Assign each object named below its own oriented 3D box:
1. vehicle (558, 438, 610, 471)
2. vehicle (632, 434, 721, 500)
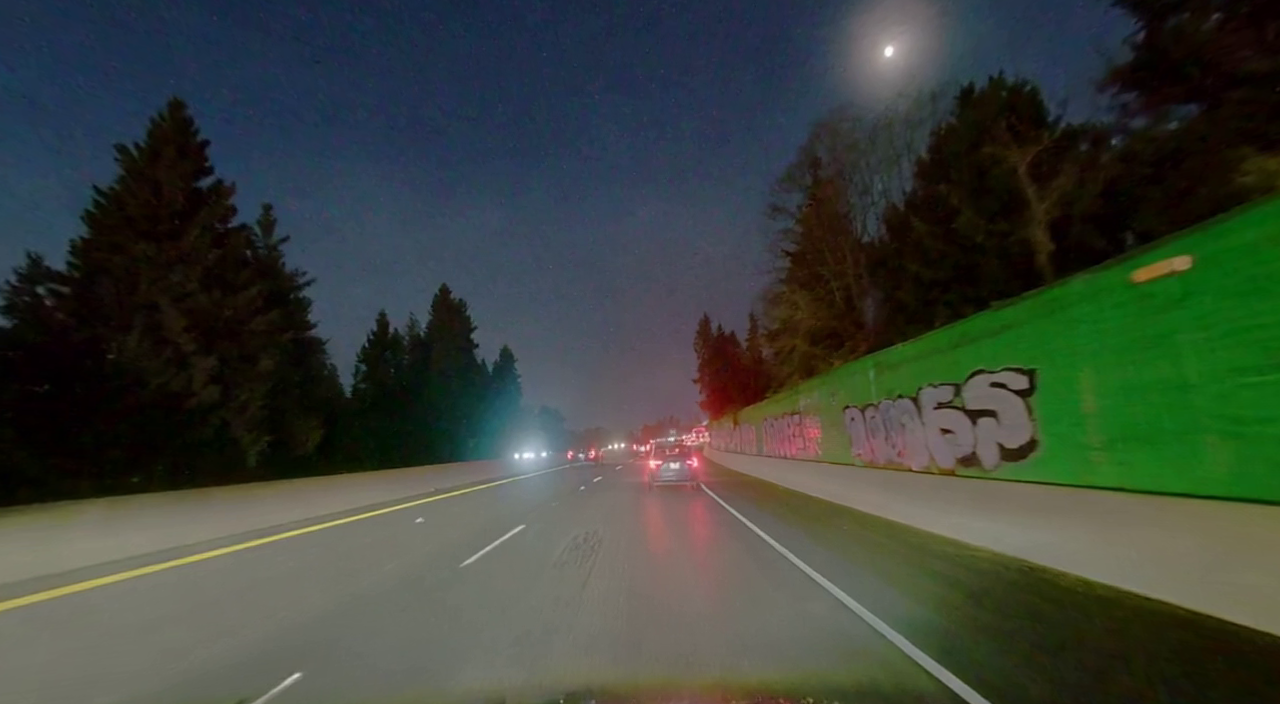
[{"bbox_3d":[-2.762,5.154,31.892,2.105,1.571,3.727,0,-8,2],"label":"vehicle"},{"bbox_3d":[0.875,2.976,16.754,2.077,1.533,3.854,0,-8,1],"label":"vehicle"}]
